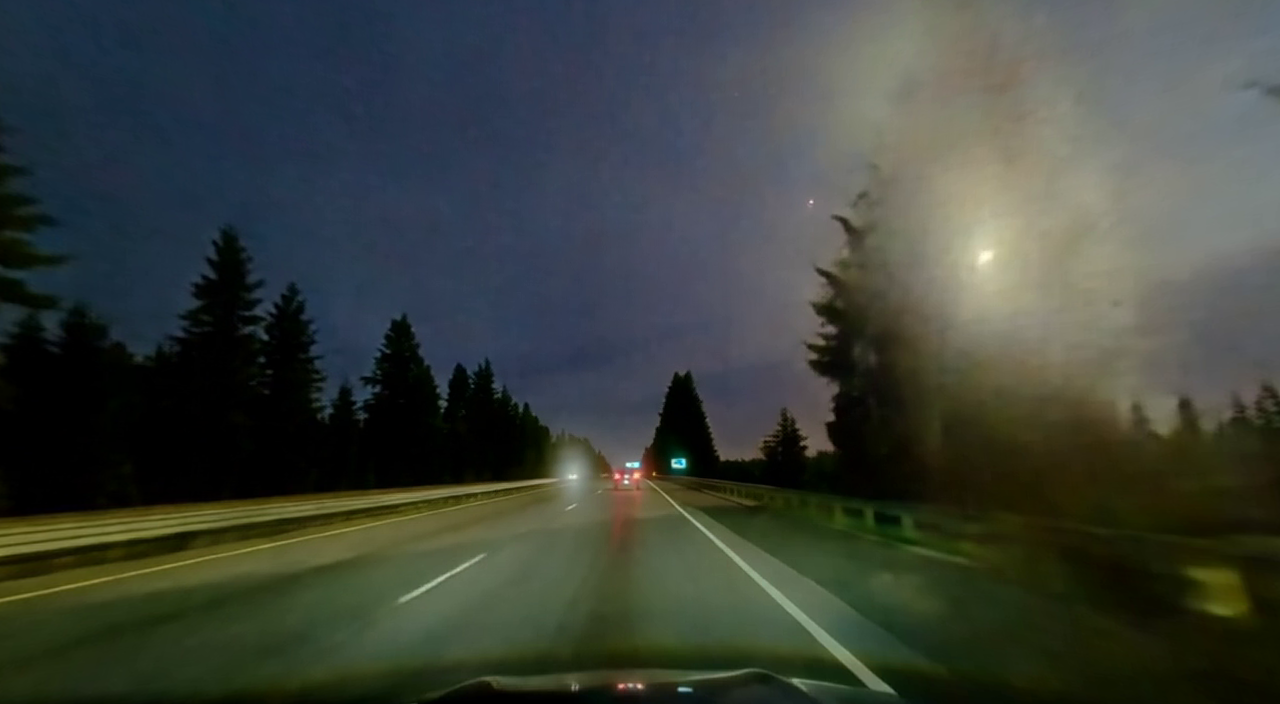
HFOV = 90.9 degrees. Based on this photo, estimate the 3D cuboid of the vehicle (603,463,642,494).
[{"bbox_3d":[-1.000,7.452,37.387,2.107,1.668,4.554,1,-11,0],"label":"vehicle"}]
